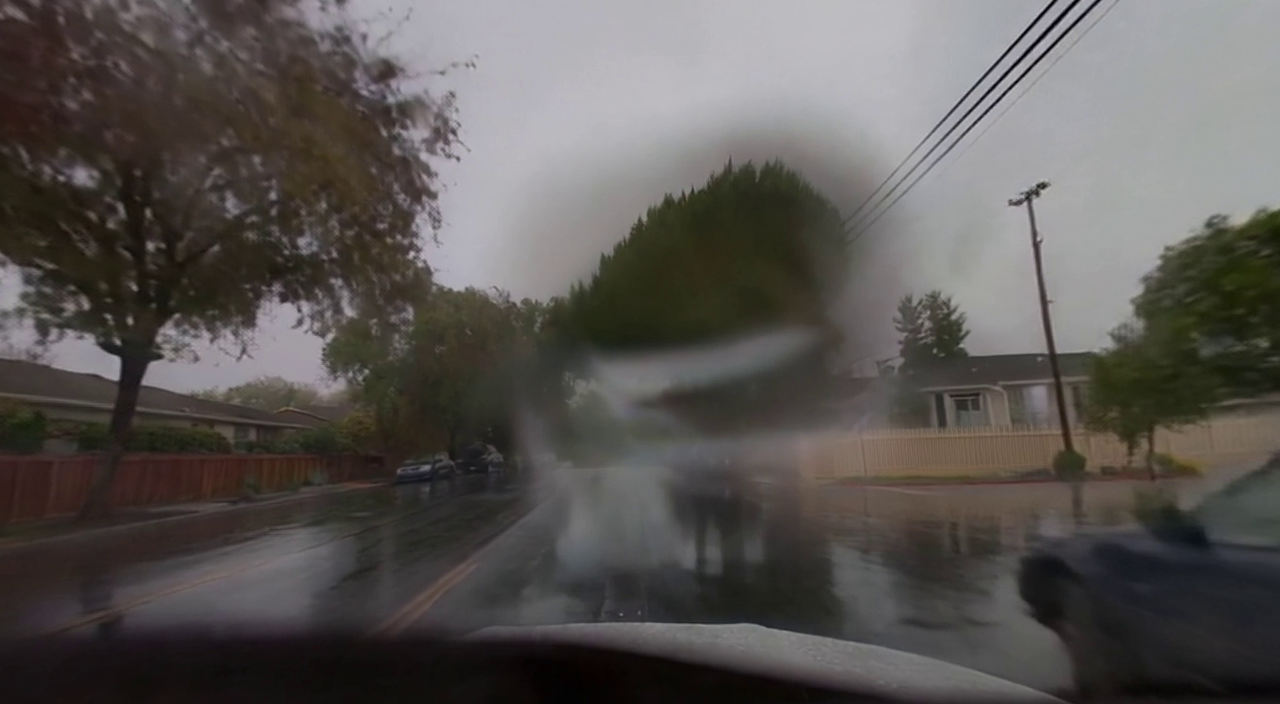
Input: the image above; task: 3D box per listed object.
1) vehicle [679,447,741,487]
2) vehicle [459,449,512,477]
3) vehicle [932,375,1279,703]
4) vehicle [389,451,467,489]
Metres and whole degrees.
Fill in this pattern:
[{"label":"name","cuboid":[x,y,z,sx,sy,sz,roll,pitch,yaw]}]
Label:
[{"label":"vehicle","cuboid":[2.879,4.815,26.818,1.927,1.529,4.144,0,-9,-3]},{"label":"vehicle","cuboid":[-9.226,6.635,38.097,2.027,1.584,4.476,0,-9,1]},{"label":"vehicle","cuboid":[3.042,0.884,2.314,1.995,1.521,4.006,0,-9,0]},{"label":"vehicle","cuboid":[-8.855,4.958,26.846,1.937,1.427,4.510,0,-9,-3]}]
